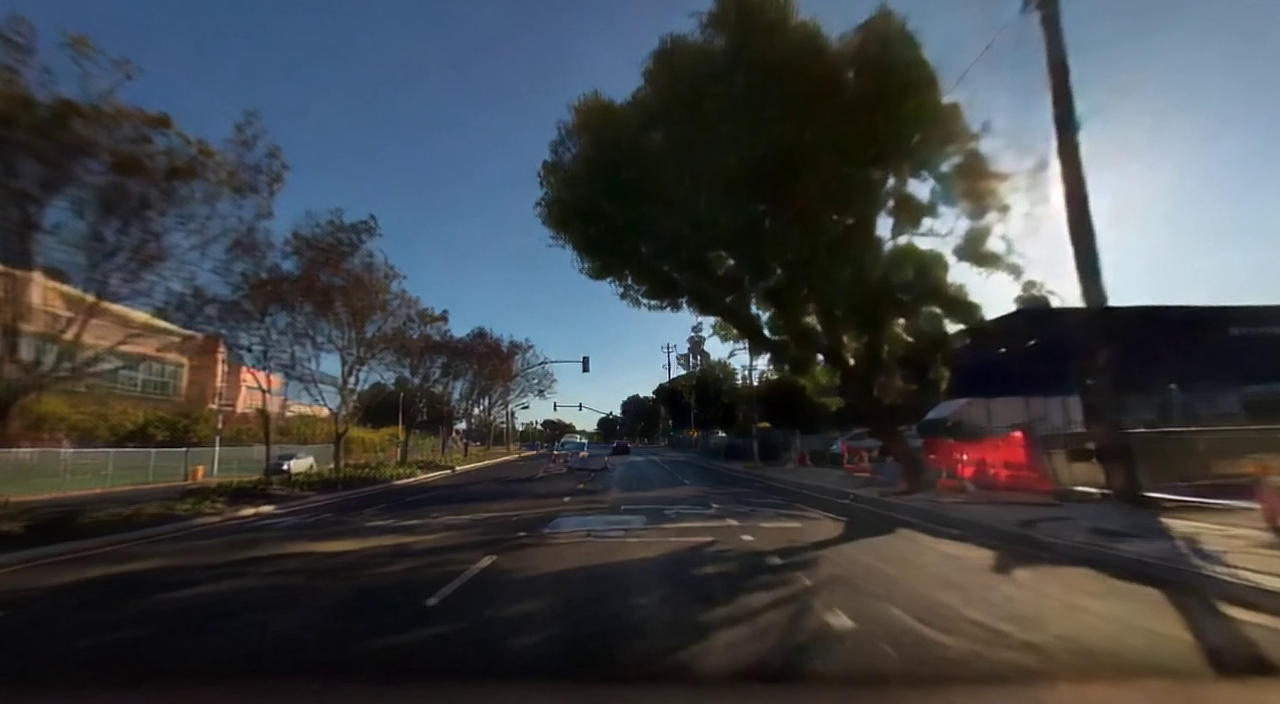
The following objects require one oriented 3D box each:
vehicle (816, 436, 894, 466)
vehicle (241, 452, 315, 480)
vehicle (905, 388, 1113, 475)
[{"bbox_3d":[12.284,5.651,36.309,1.948,1.466,4.520,-1,-7,-16],"label":"vehicle"},{"bbox_3d":[-20.909,6.575,36.598,1.794,1.463,4.332,0,-8,-1],"label":"vehicle"},{"bbox_3d":[15.498,3.394,26.930,6.641,3.391,3.387,0,-9,-3],"label":"vehicle"}]
